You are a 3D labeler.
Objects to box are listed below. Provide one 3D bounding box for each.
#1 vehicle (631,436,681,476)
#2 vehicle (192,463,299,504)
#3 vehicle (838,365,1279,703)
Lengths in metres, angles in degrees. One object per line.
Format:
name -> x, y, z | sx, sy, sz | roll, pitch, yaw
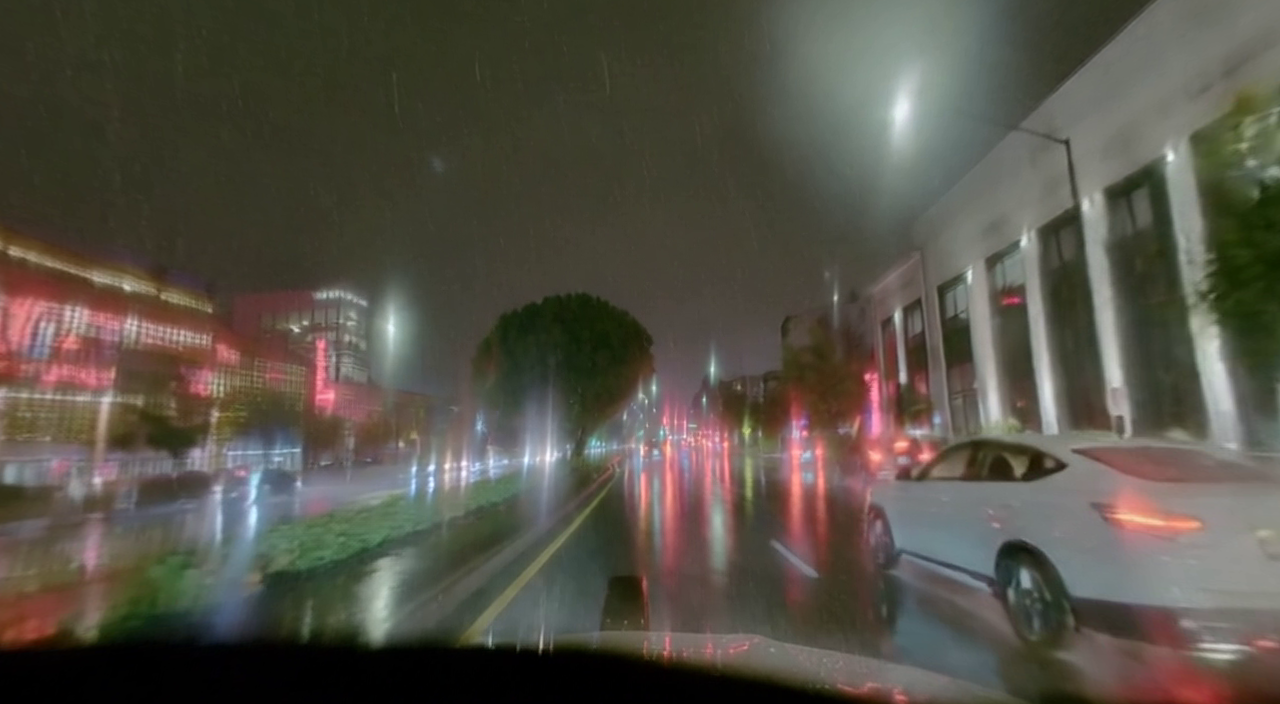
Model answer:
vehicle -> 0.658, 4.701, 28.729 | 2.125, 1.669, 3.880 | 0, -8, 0
vehicle -> -18.341, 6.109, 29.598 | 1.947, 1.609, 4.589 | -1, -8, 1
vehicle -> 3.206, 1.177, 4.657 | 1.931, 1.591, 4.708 | 0, -8, 0
